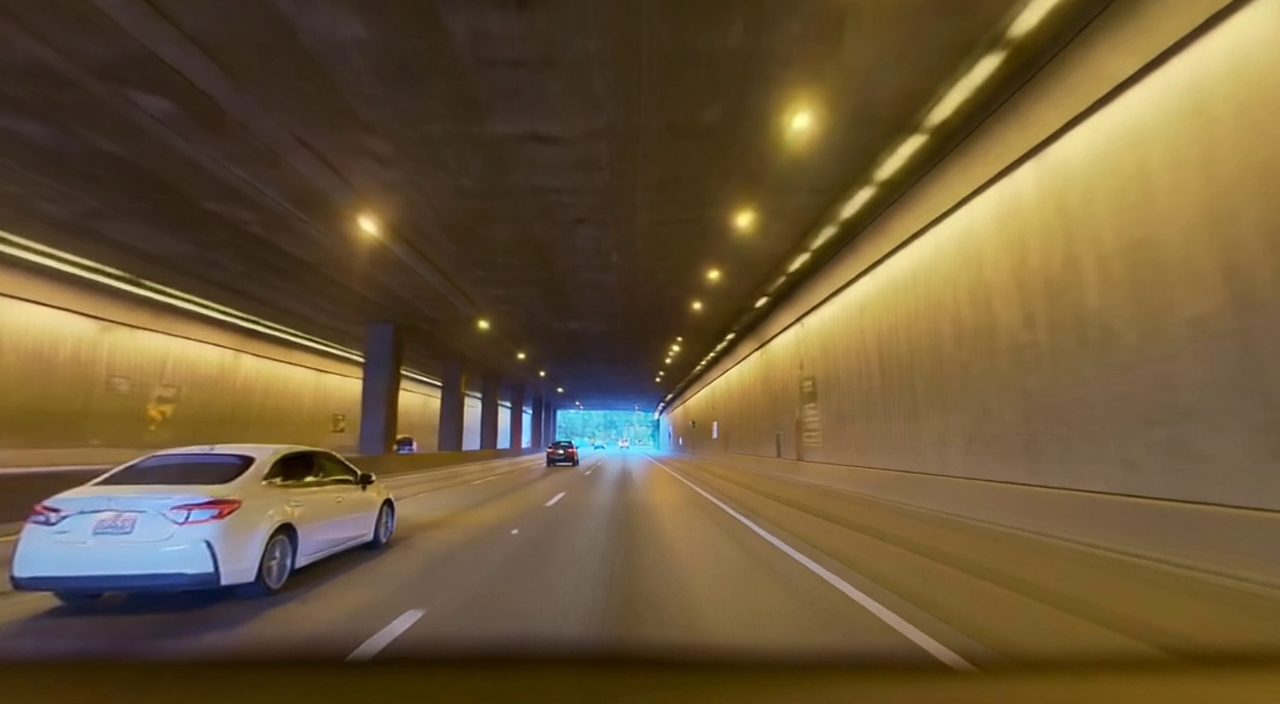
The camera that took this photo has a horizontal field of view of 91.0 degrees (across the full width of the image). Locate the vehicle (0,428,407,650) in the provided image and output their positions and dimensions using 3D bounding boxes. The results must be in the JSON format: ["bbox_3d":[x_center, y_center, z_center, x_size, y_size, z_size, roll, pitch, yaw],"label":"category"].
[{"bbox_3d":[-4.068,1.530,6.281,1.885,1.424,4.230,-1,-8,0],"label":"vehicle"}]

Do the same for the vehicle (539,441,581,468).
[{"bbox_3d":[-4.533,5.884,36.344,1.973,1.474,4.199,0,-8,-2],"label":"vehicle"}]
